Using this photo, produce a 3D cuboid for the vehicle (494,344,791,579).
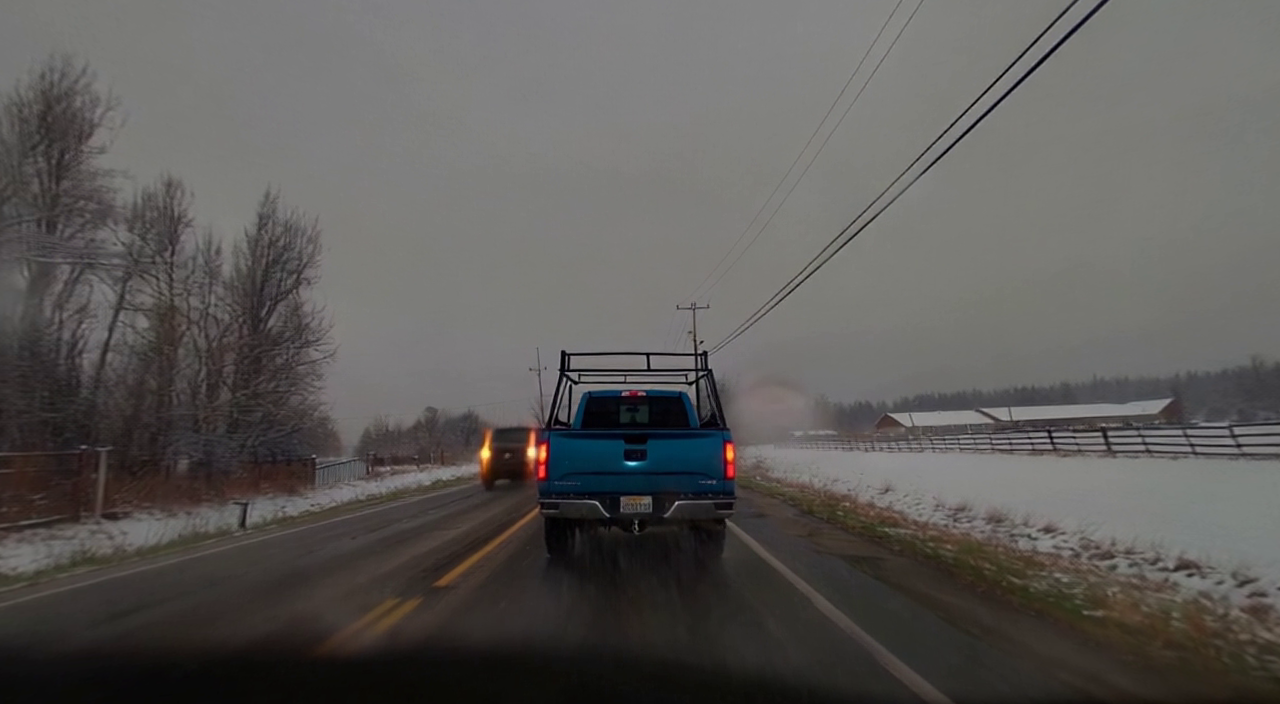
[{"bbox_3d":[-0.064,1.608,9.982,2.912,2.320,7.292,0,-8,-1],"label":"vehicle"}]
